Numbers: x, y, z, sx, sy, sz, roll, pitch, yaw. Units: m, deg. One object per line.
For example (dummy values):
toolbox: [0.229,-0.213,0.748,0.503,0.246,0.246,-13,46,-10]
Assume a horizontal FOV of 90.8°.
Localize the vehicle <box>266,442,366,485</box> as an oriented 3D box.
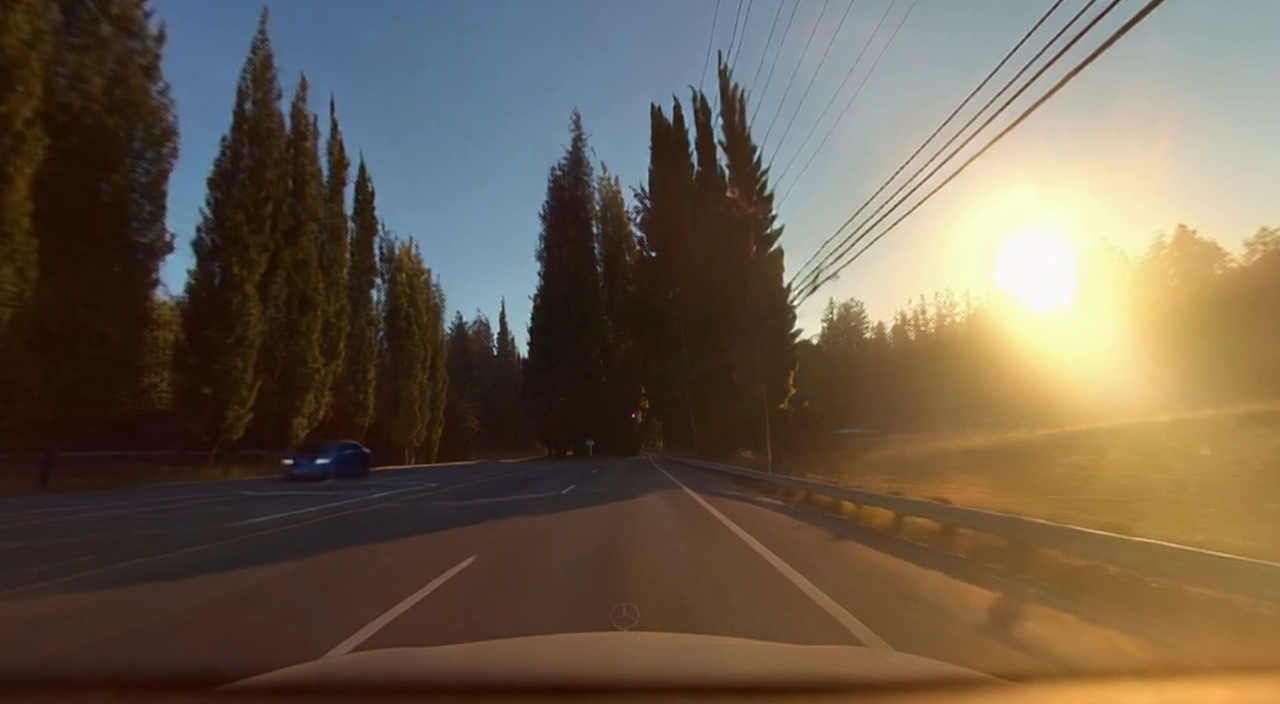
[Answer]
vehicle: [-14.352,4.946,28.368,2.037,1.712,4.576,0,-9,0]
